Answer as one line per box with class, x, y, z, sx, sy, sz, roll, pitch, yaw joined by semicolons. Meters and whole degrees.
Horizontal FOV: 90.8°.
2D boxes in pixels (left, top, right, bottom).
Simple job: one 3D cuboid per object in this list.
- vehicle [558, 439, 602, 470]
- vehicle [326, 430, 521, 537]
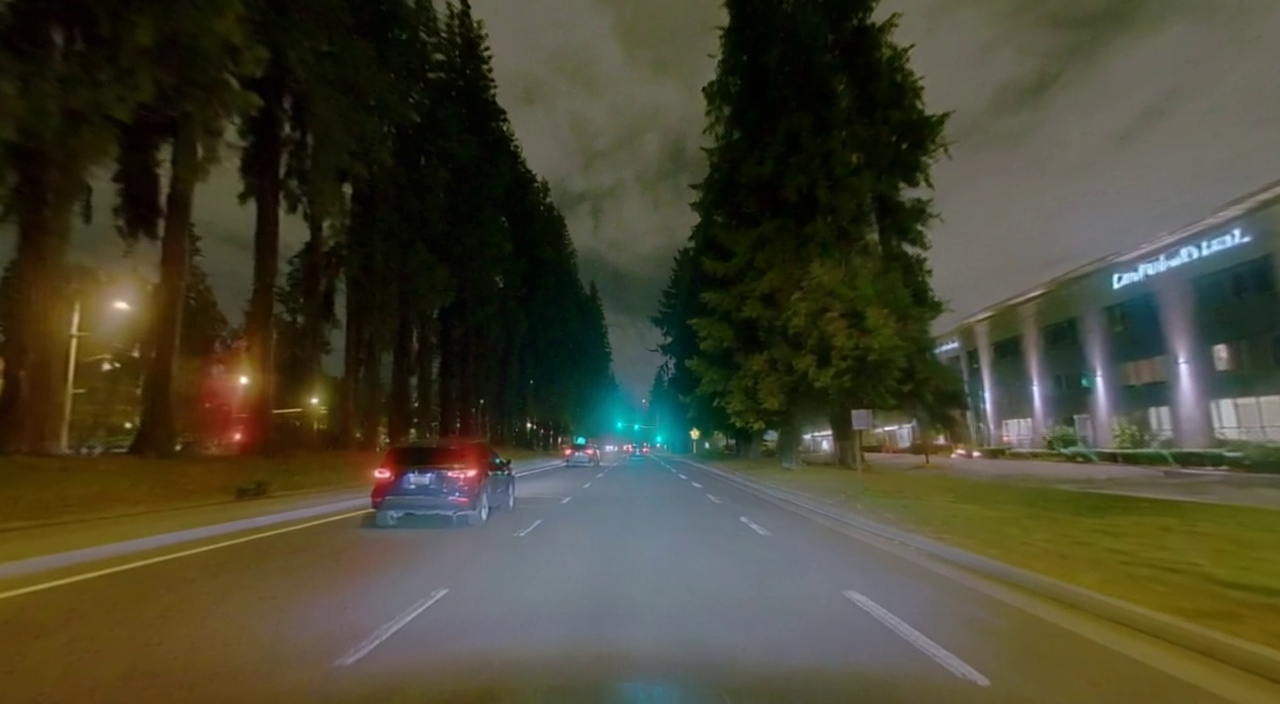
vehicle;-3.270;5.698;35.229;1.942;1.588;4.172;0;-9;1
vehicle;-3.458;2.185;11.128;1.862;1.478;4.369;0;-9;0
